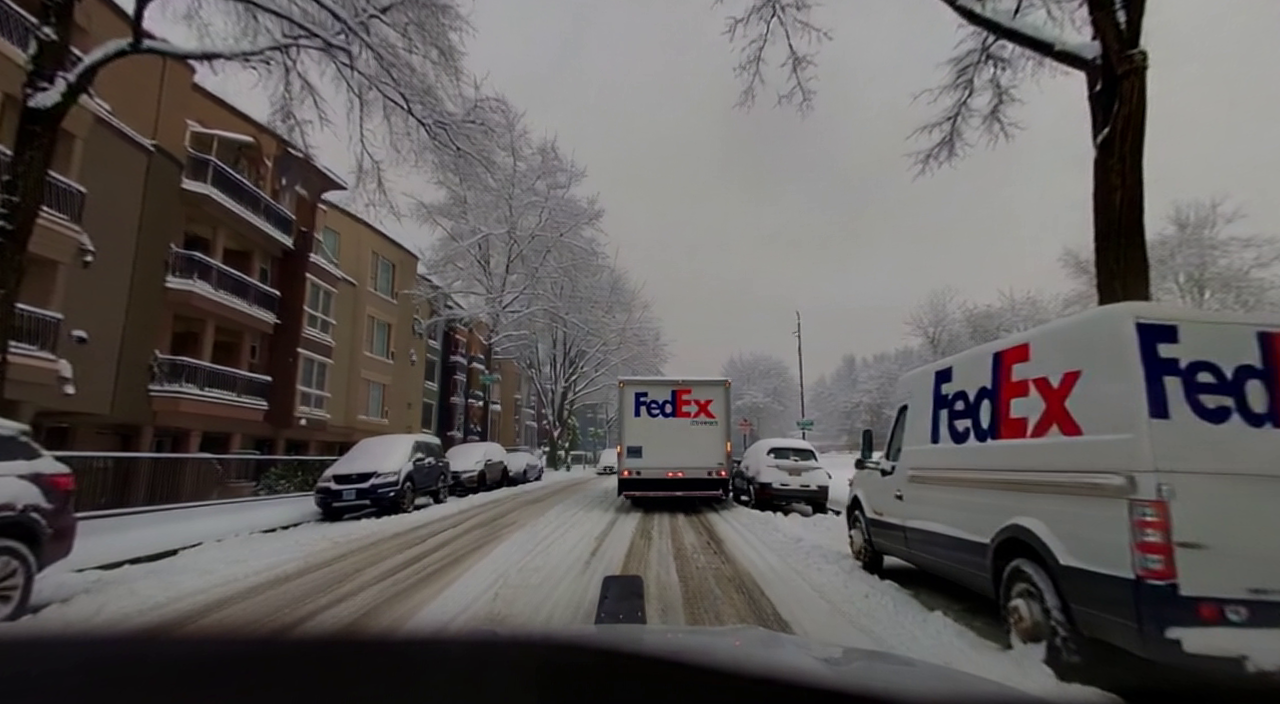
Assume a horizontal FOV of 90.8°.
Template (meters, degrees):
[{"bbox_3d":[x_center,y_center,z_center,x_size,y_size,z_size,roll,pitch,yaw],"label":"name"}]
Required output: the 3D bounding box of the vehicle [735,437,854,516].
[{"bbox_3d":[3.478,2.860,14.999,1.868,1.623,3.815,0,-8,0],"label":"vehicle"}]

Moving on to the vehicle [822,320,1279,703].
[{"bbox_3d":[3.516,1.244,5.522,2.221,1.991,5.564,0,-8,0],"label":"vehicle"}]

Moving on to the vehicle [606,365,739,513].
[{"bbox_3d":[0.669,2.527,18.225,2.930,3.275,8.180,0,-8,-1],"label":"vehicle"}]

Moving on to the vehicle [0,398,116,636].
[{"bbox_3d":[-5.835,1.058,3.523,2.089,1.757,4.256,0,-8,1],"label":"vehicle"}]

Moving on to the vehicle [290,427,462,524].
[{"bbox_3d":[-5.817,2.763,14.718,2.020,1.867,4.654,0,-8,-1],"label":"vehicle"}]
